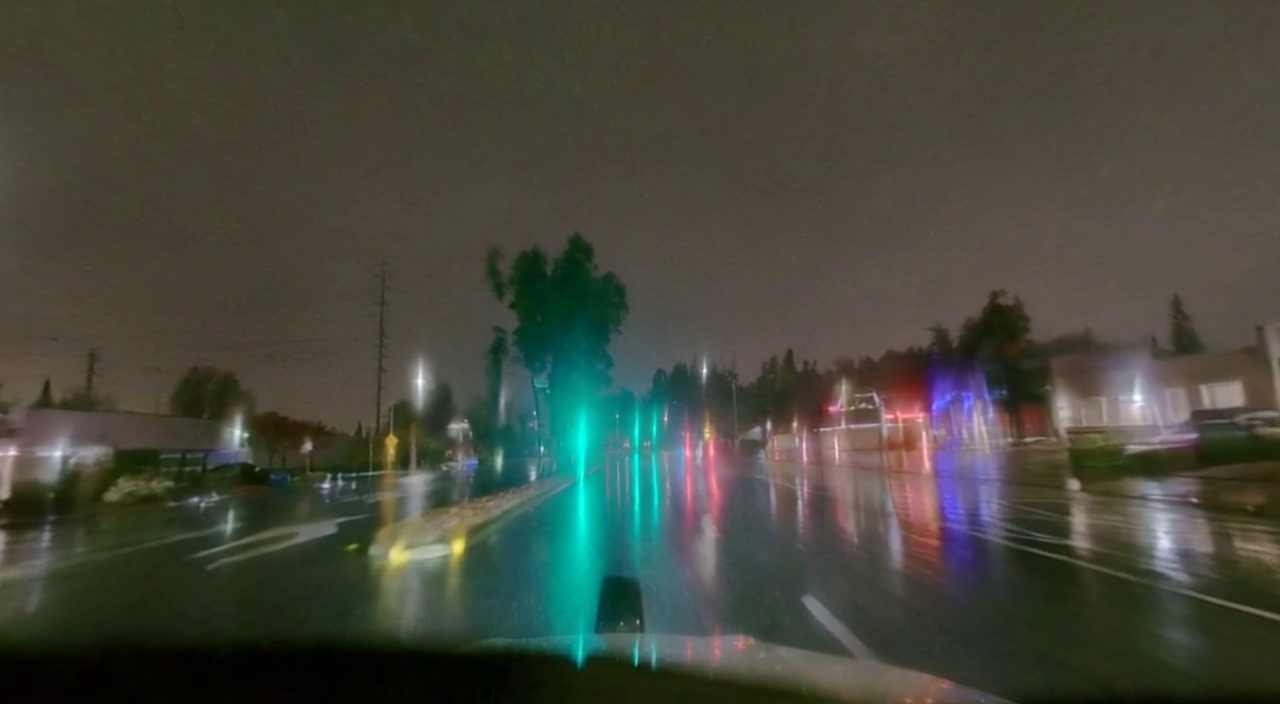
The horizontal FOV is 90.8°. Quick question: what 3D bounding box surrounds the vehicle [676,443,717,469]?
[{"bbox_3d":[3.266,6.106,37.199,1.929,1.411,4.284,0,-8,-1],"label":"vehicle"}]
